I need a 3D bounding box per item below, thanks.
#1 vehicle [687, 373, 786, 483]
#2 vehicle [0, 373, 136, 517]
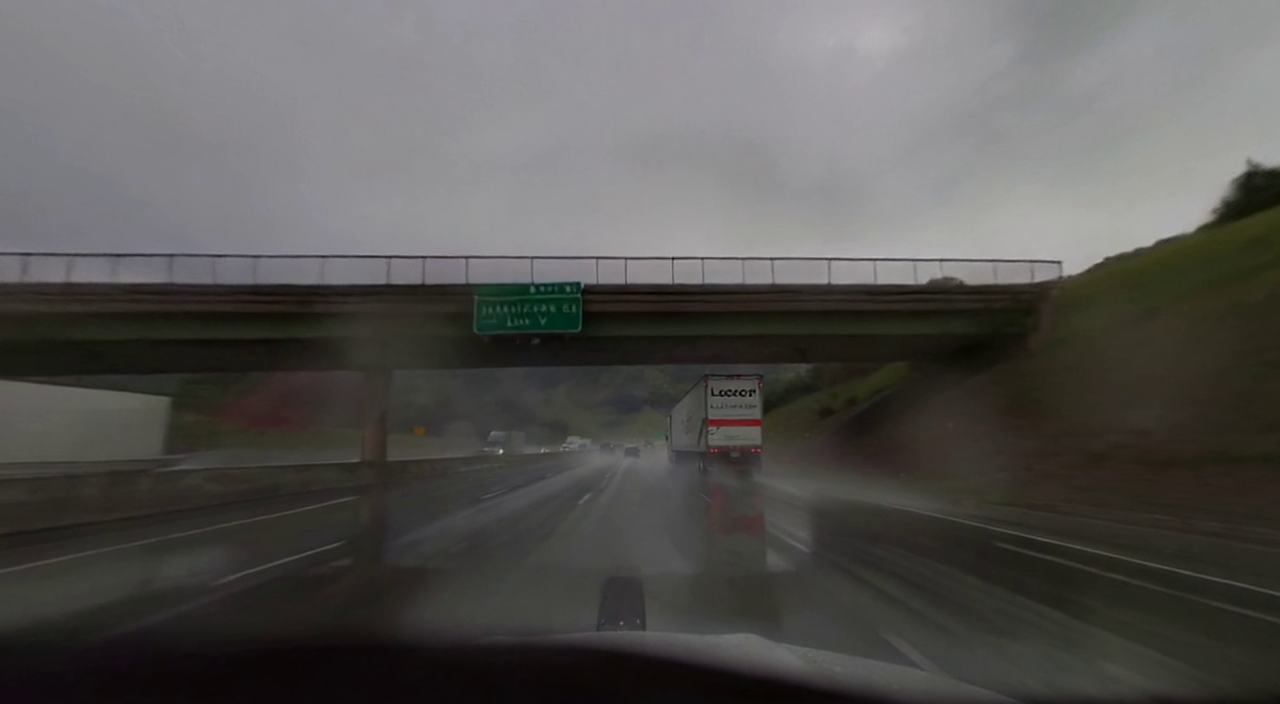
[{"bbox_3d":[3.816,3.425,27.279,2.885,3.992,8.526,0,-9,0],"label":"vehicle"},{"bbox_3d":[-19.608,2.276,15.514,3.071,4.011,13.632,0,-9,0],"label":"vehicle"}]
